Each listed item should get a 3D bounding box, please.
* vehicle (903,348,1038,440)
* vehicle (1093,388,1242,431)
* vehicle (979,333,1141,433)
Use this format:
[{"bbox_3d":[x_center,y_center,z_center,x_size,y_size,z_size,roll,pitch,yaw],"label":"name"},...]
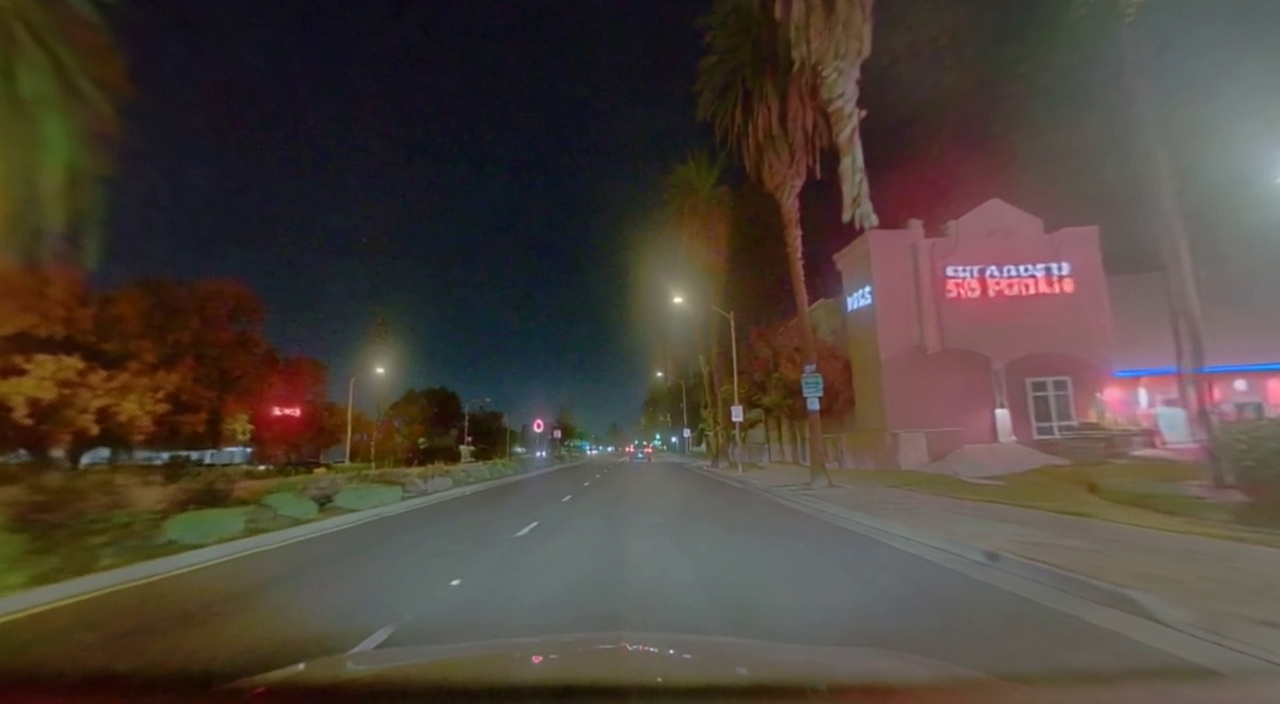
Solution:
[{"bbox_3d":[10.517,1.469,19.863,4.592,2.160,2.015,11,-20,-41],"label":"vehicle"},{"bbox_3d":[23.364,2.605,28.013,4.630,1.473,1.702,-5,-13,17],"label":"vehicle"},{"bbox_3d":[11.310,1.008,16.772,5.186,2.000,2.226,10,-13,-41],"label":"vehicle"}]
